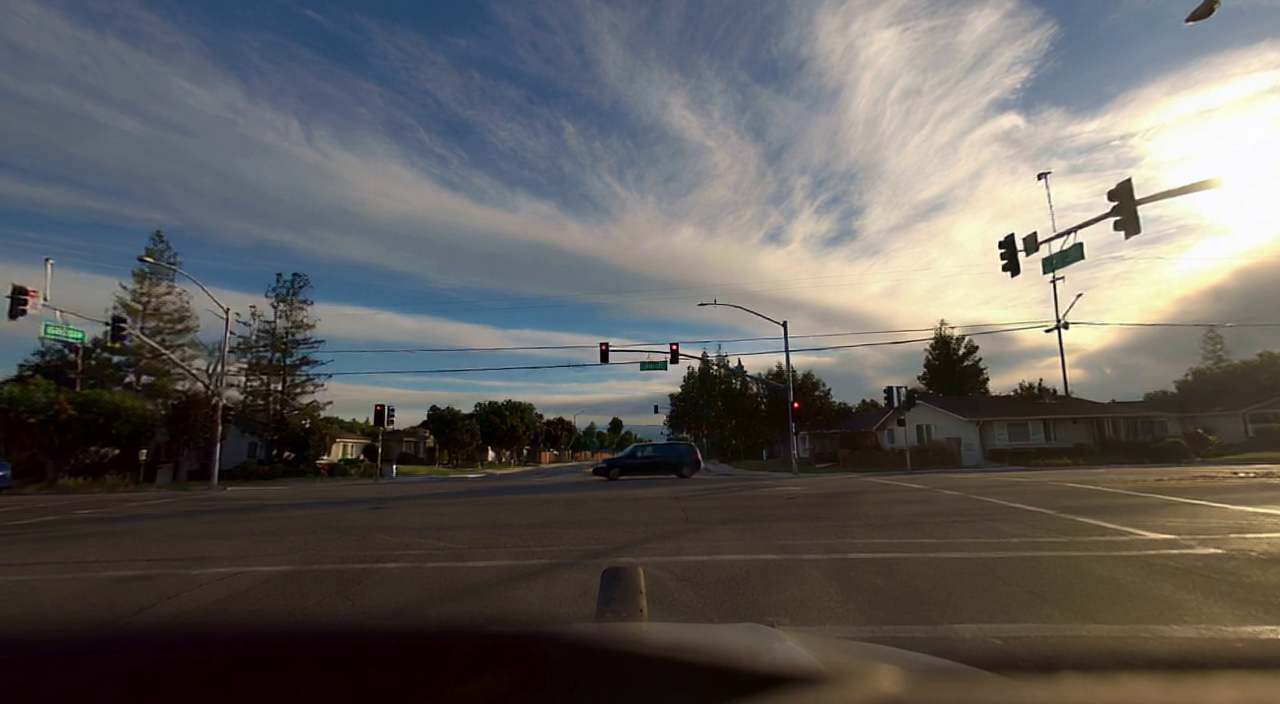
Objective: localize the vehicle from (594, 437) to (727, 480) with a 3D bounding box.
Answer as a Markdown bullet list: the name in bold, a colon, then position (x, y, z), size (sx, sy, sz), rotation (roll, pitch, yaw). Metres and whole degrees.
- **vehicle**: position (0.709, 3.817, 22.685), size (4.562, 1.460, 1.822), rotation (0, -8, 0)
